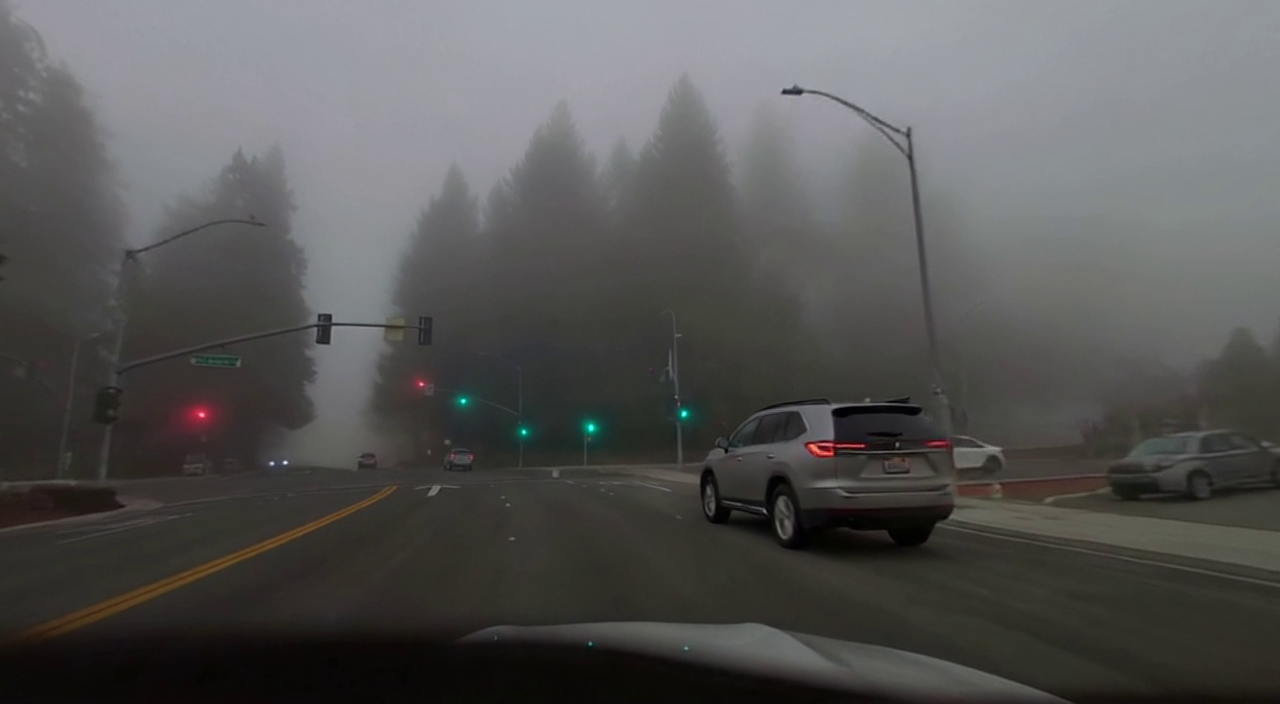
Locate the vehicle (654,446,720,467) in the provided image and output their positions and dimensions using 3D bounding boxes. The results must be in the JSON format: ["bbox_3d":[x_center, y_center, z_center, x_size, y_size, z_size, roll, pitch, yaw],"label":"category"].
[{"bbox_3d":[3.460,7.689,46.543,4.413,1.449,1.963,3,-9,-23],"label":"vehicle"}]

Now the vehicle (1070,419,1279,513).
[{"bbox_3d":[11.872,2.320,13.251,4.426,1.461,1.996,-3,-9,-13],"label":"vehicle"}]

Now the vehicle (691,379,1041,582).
[{"bbox_3d":[2.662,1.750,9.479,2.338,2.063,5.592,1,-9,-11],"label":"vehicle"}]

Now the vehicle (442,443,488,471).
[{"bbox_3d":[-11.700,6.916,41.866,2.138,1.729,4.178,4,-10,-26],"label":"vehicle"}]
